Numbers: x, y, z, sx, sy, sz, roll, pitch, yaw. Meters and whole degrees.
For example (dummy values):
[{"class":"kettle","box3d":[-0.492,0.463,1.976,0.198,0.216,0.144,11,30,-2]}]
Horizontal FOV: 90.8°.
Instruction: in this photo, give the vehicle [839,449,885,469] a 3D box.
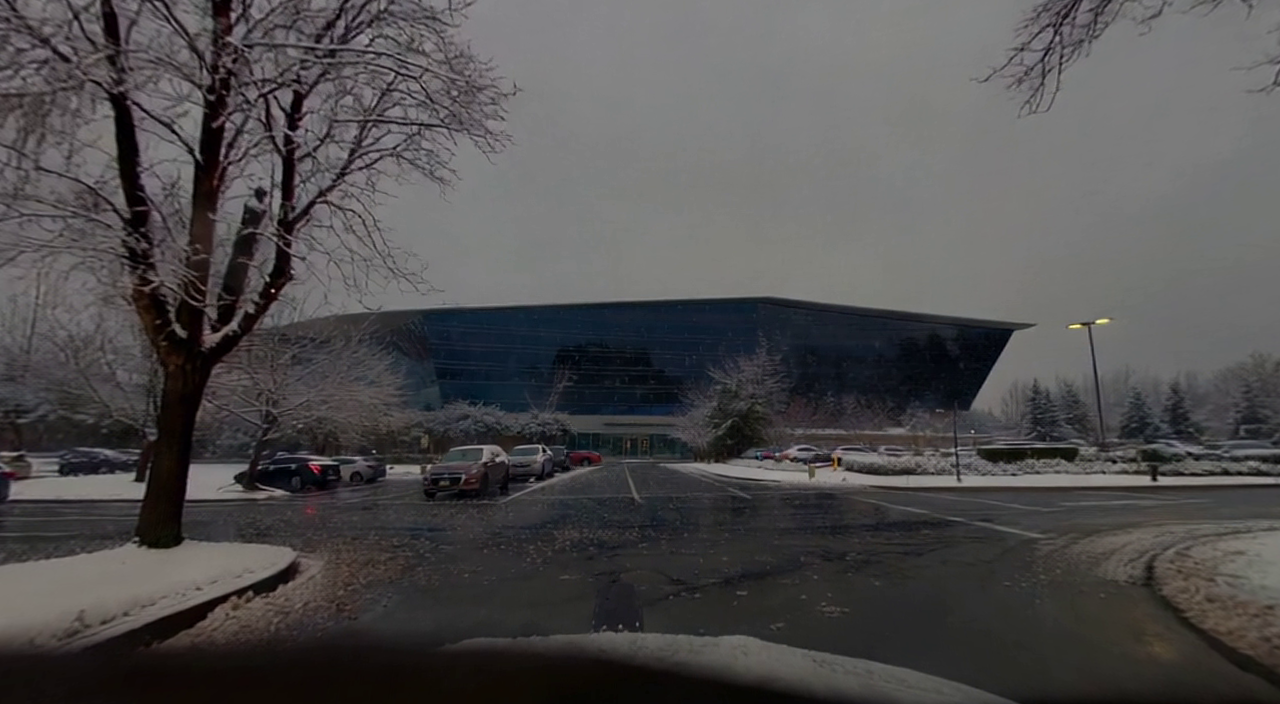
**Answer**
[{"class":"vehicle","box3d":[17.094,8.251,48.870,1.971,1.478,4.477,0,-8,1]}]

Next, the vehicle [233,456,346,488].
[{"class":"vehicle","box3d":[-16.694,5.702,30.224,4.331,1.437,1.876,0,-8,3]}]

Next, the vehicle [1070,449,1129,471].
[{"class":"vehicle","box3d":[31.334,7.372,43.201,1.519,1.371,3.278,0,-8,0]}]

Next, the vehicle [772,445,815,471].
[{"class":"vehicle","box3d":[10.532,7.269,43.550,1.936,1.673,4.305,0,-8,1]}]

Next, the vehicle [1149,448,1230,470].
[{"class":"vehicle","box3d":[37.014,7.213,42.714,1.678,1.423,4.191,0,-9,0]}]

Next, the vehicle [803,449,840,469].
[{"class":"vehicle","box3d":[14.168,8.341,49.512,1.935,1.477,3.719,0,-9,3]}]

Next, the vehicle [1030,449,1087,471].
[{"class":"vehicle","box3d":[28.350,7.321,42.901,1.495,1.371,3.336,-1,-9,0]}]

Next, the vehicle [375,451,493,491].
[{"class":"vehicle","box3d":[-8.698,4.978,26.770,4.442,1.504,1.809,5,-10,-28]}]

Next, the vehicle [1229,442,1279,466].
[{"class":"vehicle","box3d":[43.053,6.919,42.947,1.758,1.572,4.421,0,-8,1]}]

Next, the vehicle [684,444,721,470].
[{"class":"vehicle","box3d":[4.597,7.784,47.120,2.262,1.794,5.331,0,-8,1]}]

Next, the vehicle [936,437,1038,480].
[{"class":"vehicle","box3d":[16.471,5.063,30.355,2.048,1.852,4.998,0,-9,0]}]
